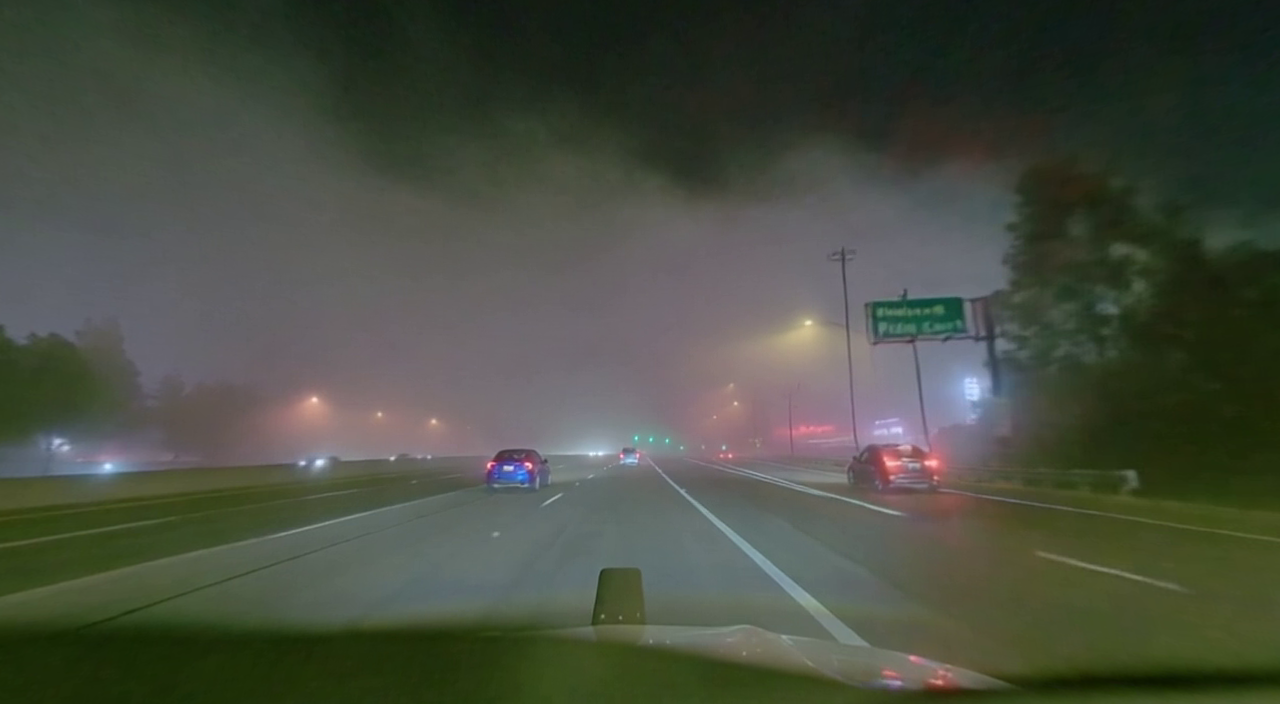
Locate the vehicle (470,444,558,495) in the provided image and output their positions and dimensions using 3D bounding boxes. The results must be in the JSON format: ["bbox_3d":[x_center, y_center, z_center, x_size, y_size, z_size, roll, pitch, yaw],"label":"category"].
[{"bbox_3d":[-4.227,4.023,21.895,2.071,1.553,4.388,0,-9,1],"label":"vehicle"}]

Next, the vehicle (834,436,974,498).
[{"bbox_3d":[7.640,3.391,18.987,2.035,1.566,5.409,0,-9,2],"label":"vehicle"}]
